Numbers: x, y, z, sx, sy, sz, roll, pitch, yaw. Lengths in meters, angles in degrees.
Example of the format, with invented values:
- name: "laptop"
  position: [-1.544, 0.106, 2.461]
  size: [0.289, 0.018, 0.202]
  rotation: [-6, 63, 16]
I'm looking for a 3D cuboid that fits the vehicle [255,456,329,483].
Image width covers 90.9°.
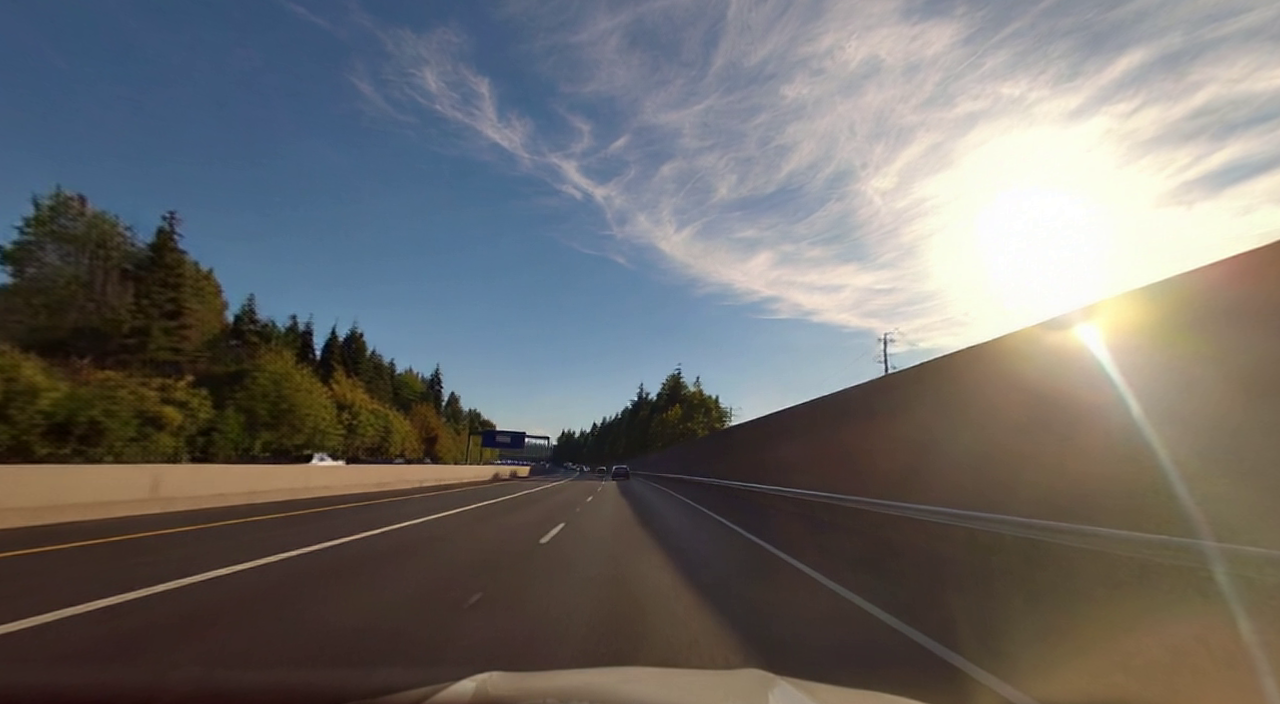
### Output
- name: "vehicle"
  position: [-20.793, 7.077, 37.872]
  size: [1.924, 1.483, 4.480]
  rotation: [1, -10, -1]
